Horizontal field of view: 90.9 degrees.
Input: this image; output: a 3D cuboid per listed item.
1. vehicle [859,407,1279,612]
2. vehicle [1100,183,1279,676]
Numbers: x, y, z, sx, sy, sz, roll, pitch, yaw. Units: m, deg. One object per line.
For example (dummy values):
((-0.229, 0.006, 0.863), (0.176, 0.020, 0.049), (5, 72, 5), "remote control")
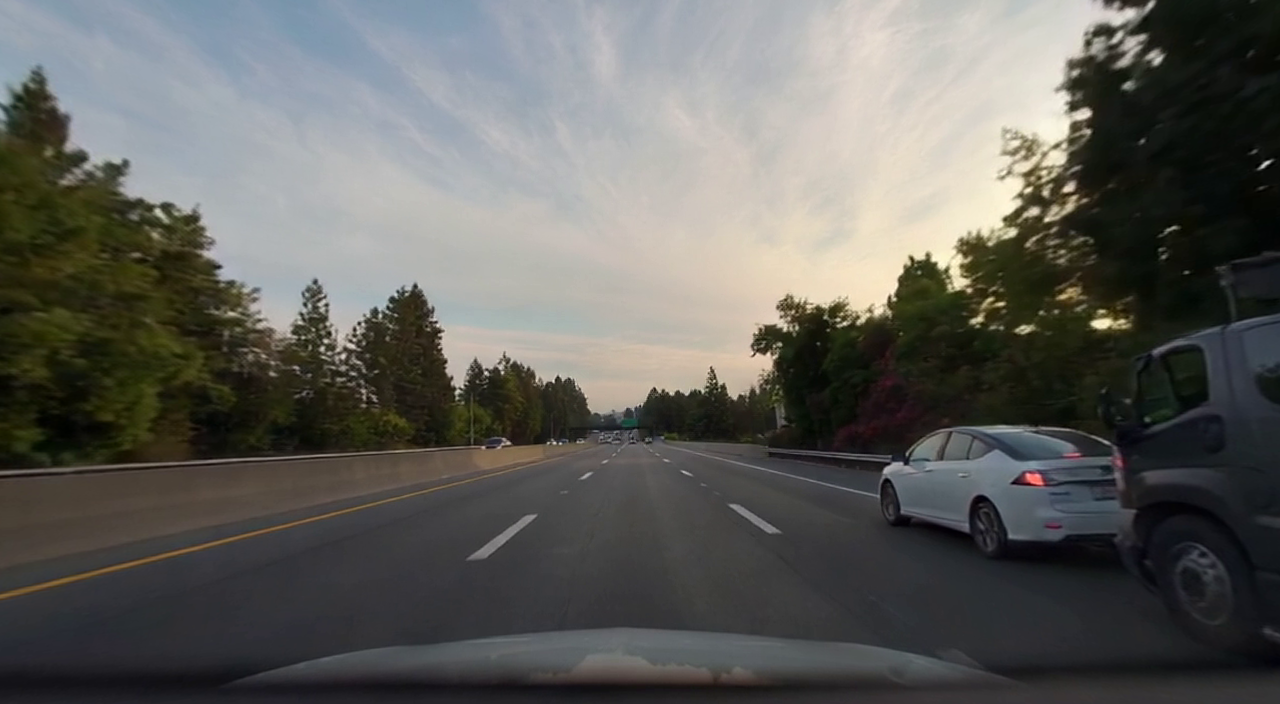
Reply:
((4.454, 1.544, 7.303), (2.095, 1.587, 4.638), (0, -8, -1), "vehicle")
((4.581, 0.282, 2.407), (2.370, 2.579, 4.127), (0, -8, -1), "vehicle")
